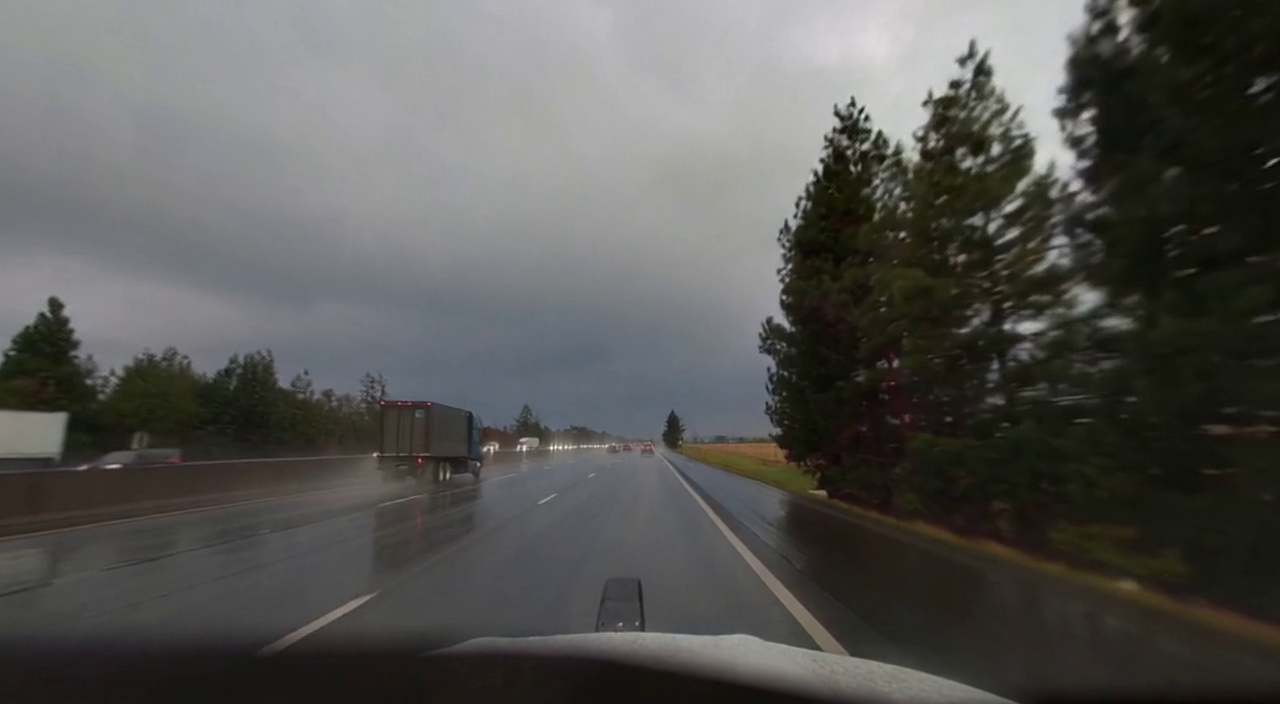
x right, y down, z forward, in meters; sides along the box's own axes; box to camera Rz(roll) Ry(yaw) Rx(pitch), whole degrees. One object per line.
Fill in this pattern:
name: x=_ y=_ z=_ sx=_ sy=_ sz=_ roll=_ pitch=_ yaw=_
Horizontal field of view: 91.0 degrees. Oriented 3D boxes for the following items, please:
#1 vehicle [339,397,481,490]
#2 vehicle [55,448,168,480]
vehicle: x=-7.395 y=3.090 z=21.206 sx=2.444 sy=2.685 sz=5.893 roll=0 pitch=-9 yaw=1
vehicle: x=-29.286 y=6.170 z=35.142 sx=1.922 sy=1.644 sz=4.866 roll=0 pitch=-9 yaw=2
